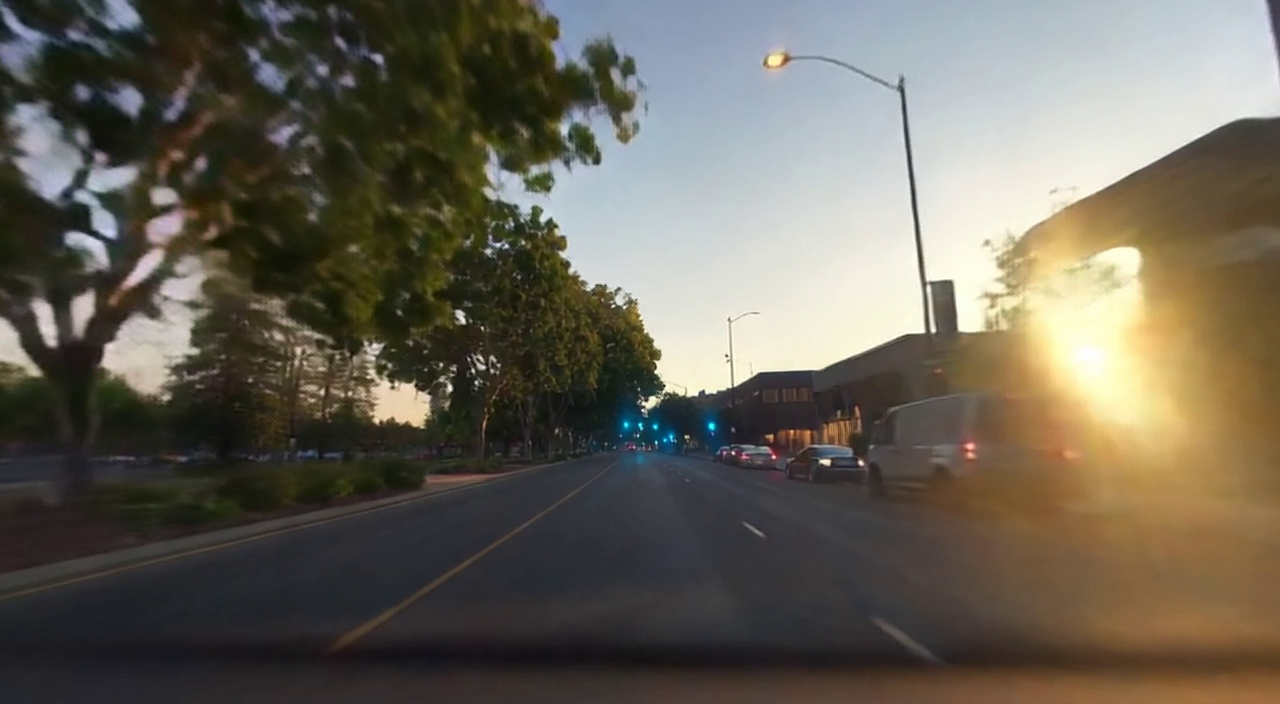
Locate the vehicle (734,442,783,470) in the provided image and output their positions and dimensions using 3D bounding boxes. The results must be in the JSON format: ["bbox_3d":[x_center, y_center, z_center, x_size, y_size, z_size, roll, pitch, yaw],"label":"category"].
[{"bbox_3d":[6.745,5.947,36.293,1.847,1.472,4.846,0,-8,0],"label":"vehicle"}]

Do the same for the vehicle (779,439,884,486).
[{"bbox_3d":[6.672,3.886,22.614,2.109,1.477,4.963,0,-8,-1],"label":"vehicle"}]

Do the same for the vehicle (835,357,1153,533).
[{"bbox_3d":[6.227,1.827,12.555,2.762,2.607,6.182,0,-8,1],"label":"vehicle"}]
